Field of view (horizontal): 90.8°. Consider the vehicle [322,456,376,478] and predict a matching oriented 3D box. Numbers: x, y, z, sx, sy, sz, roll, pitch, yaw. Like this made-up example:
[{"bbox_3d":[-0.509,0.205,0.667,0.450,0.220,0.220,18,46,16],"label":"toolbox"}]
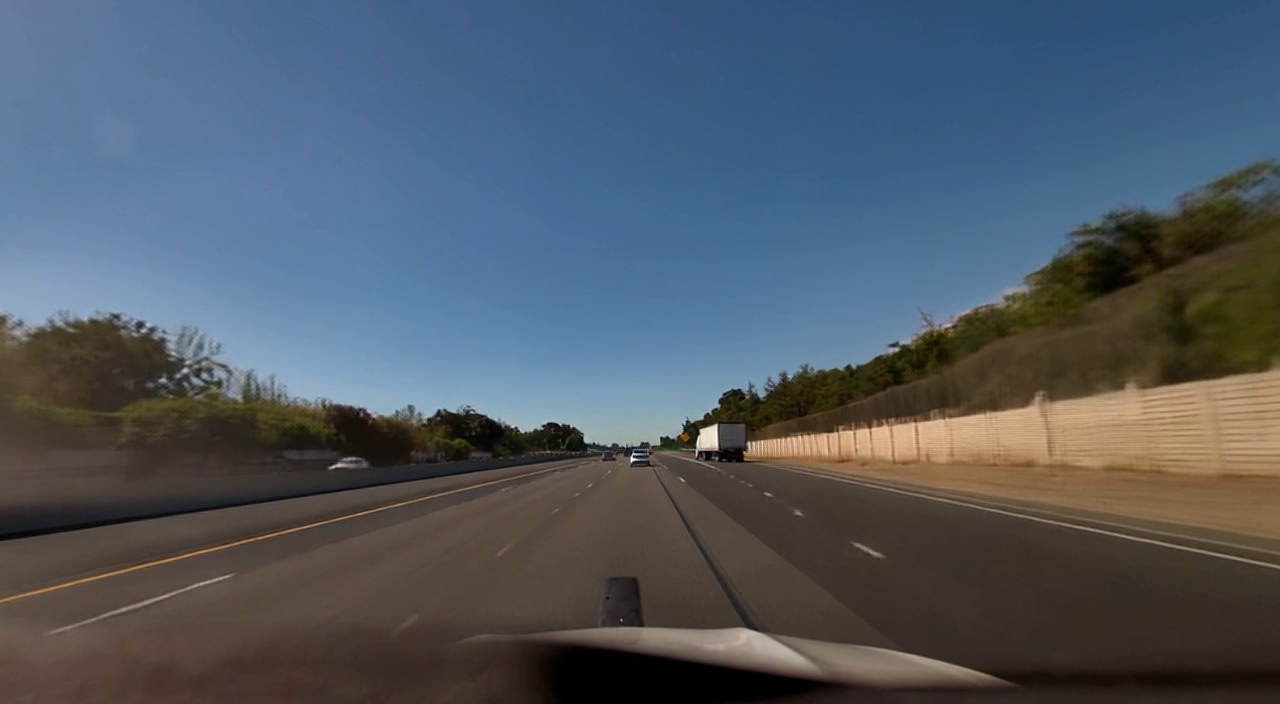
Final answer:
[{"bbox_3d":[-20.398,8.069,44.399,1.920,1.418,3.923,0,-9,0],"label":"vehicle"}]
